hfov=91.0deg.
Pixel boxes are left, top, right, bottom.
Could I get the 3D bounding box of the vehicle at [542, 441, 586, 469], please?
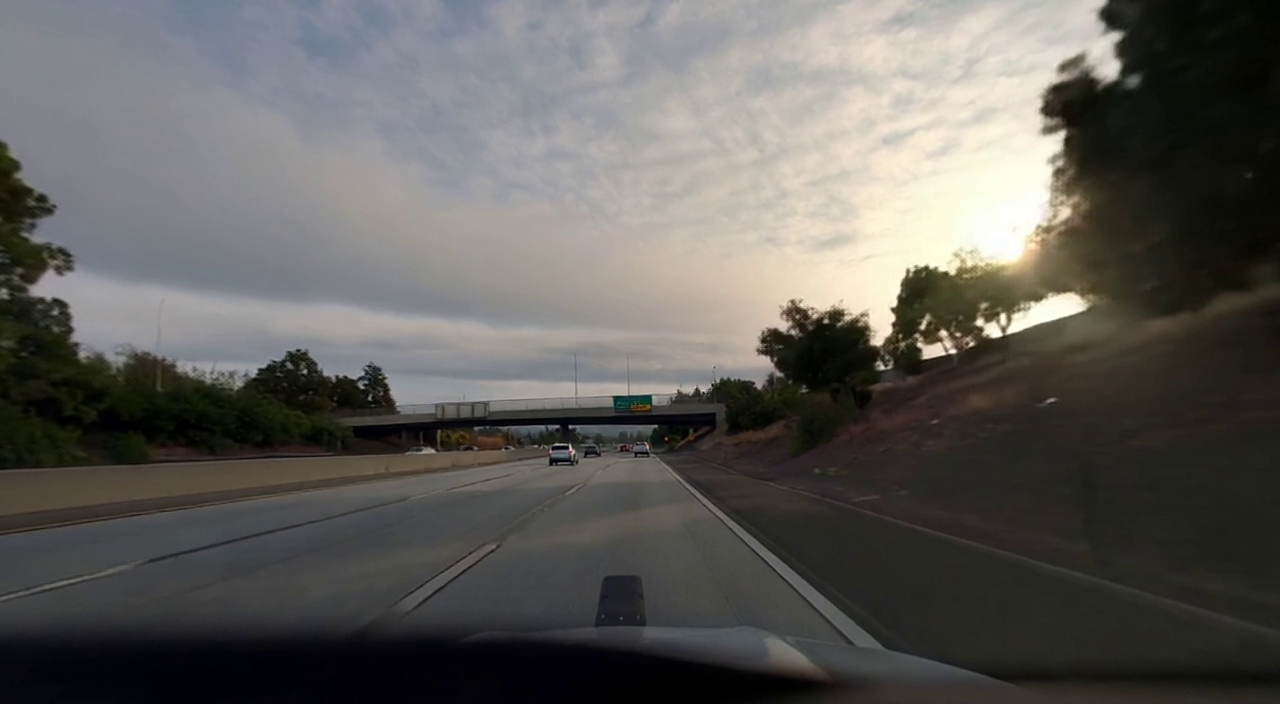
[{"bbox_3d":[-4.464,6.155,37.724,1.916,1.545,4.757,0,-8,1],"label":"vehicle"}]
